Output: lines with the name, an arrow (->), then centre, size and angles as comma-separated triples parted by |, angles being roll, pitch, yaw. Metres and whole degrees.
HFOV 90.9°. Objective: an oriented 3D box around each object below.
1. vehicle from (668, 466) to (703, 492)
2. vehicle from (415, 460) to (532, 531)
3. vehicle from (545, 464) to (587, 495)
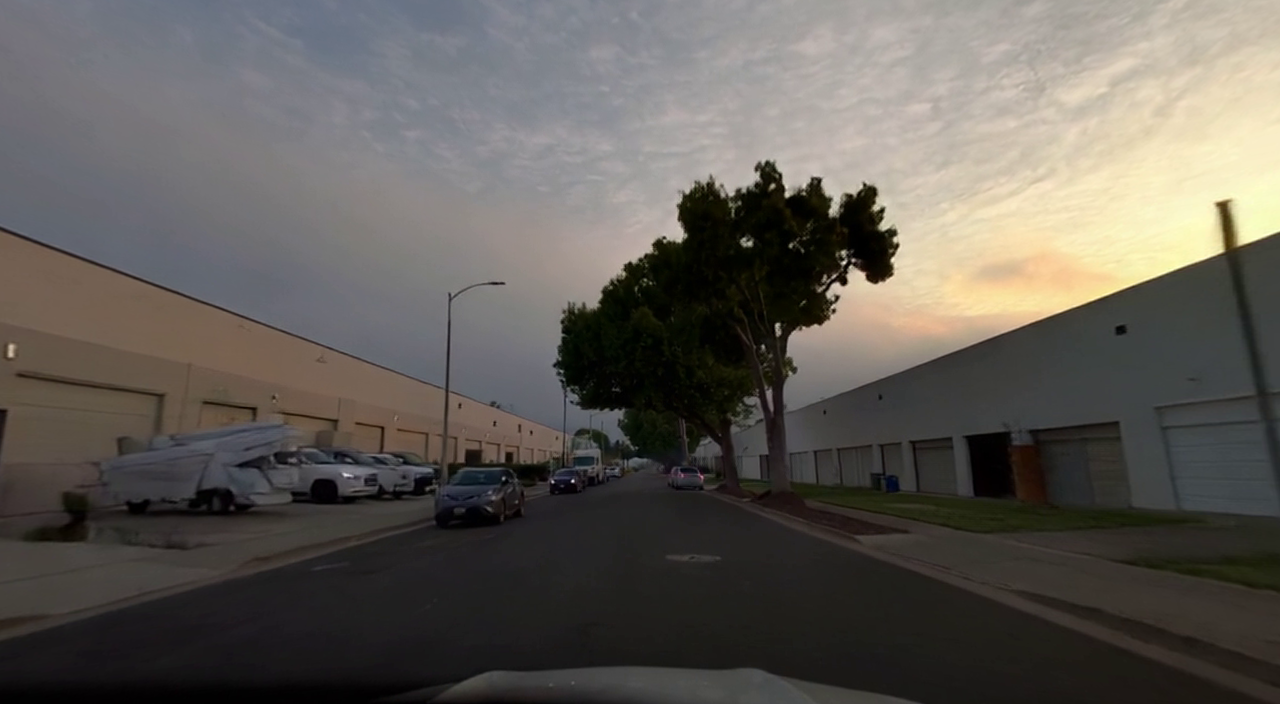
vehicle -> 2.705, 7.728, 38.450 | 1.819, 1.446, 3.909 | 1, -11, 0
vehicle -> -4.382, 3.844, 17.409 | 1.927, 1.580, 4.556 | -1, -9, 1
vehicle -> -4.127, 7.192, 35.709 | 1.835, 1.625, 3.674 | 0, -11, 1
